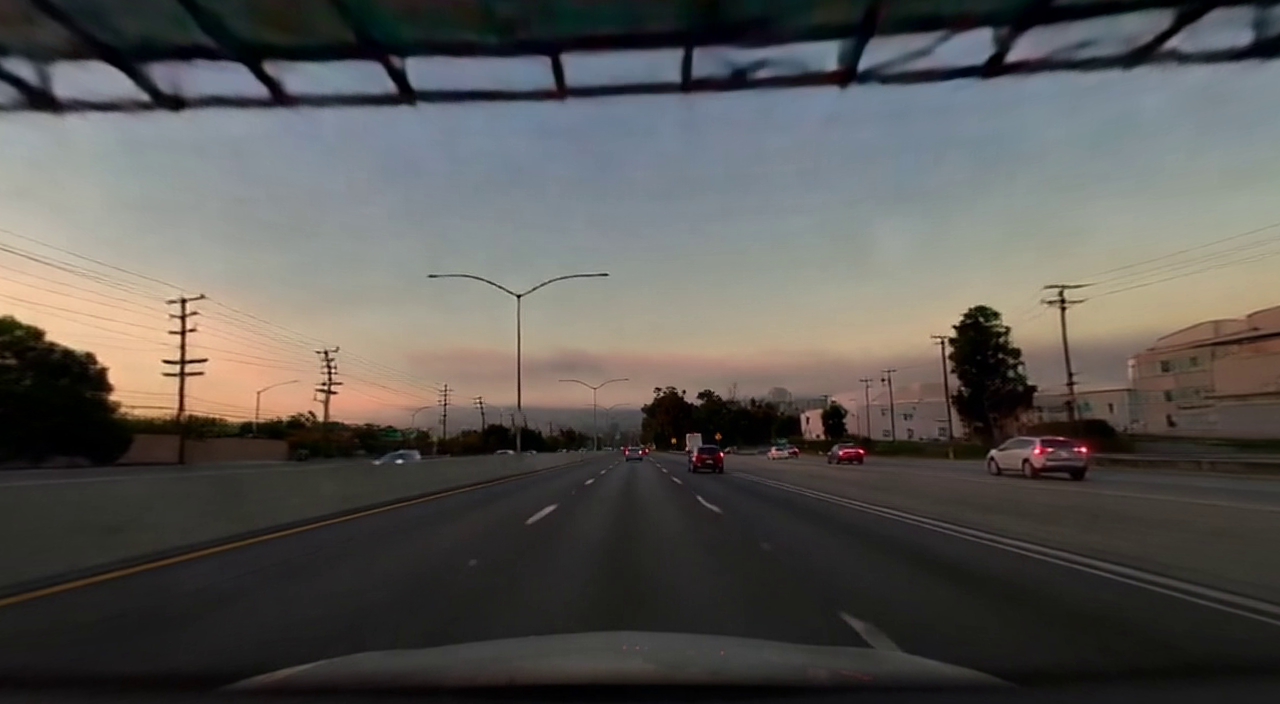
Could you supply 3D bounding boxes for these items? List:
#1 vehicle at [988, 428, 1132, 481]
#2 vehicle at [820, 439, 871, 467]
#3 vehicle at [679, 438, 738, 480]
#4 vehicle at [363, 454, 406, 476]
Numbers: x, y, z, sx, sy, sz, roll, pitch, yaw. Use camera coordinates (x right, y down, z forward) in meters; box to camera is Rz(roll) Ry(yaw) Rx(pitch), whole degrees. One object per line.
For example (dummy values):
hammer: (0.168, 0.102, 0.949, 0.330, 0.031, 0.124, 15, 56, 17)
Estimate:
vehicle: (16.973, 4.196, 26.027, 2.190, 1.911, 5.658, 0, -9, 3)
vehicle: (14.021, 6.937, 43.468, 2.070, 1.782, 5.006, -1, -9, 3)
vehicle: (2.877, 4.646, 27.614, 1.997, 1.638, 4.281, 0, -9, -2)
vehicle: (-16.764, 7.413, 41.592, 1.480, 1.376, 3.328, -1, -9, 0)
